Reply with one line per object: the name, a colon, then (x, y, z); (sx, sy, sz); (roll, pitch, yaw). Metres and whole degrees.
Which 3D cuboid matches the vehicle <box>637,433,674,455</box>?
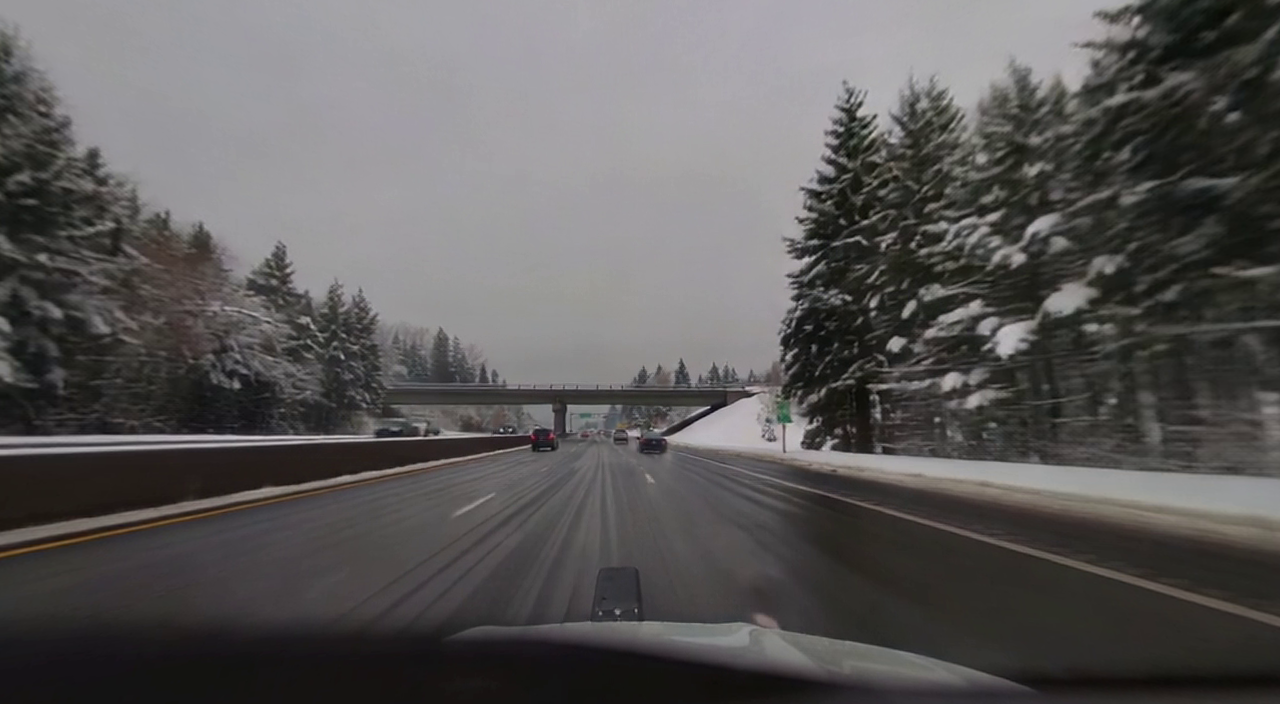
vehicle: (0.933, 5.902, 40.424); (1.999, 1.329, 3.913); (1, -8, -4)
